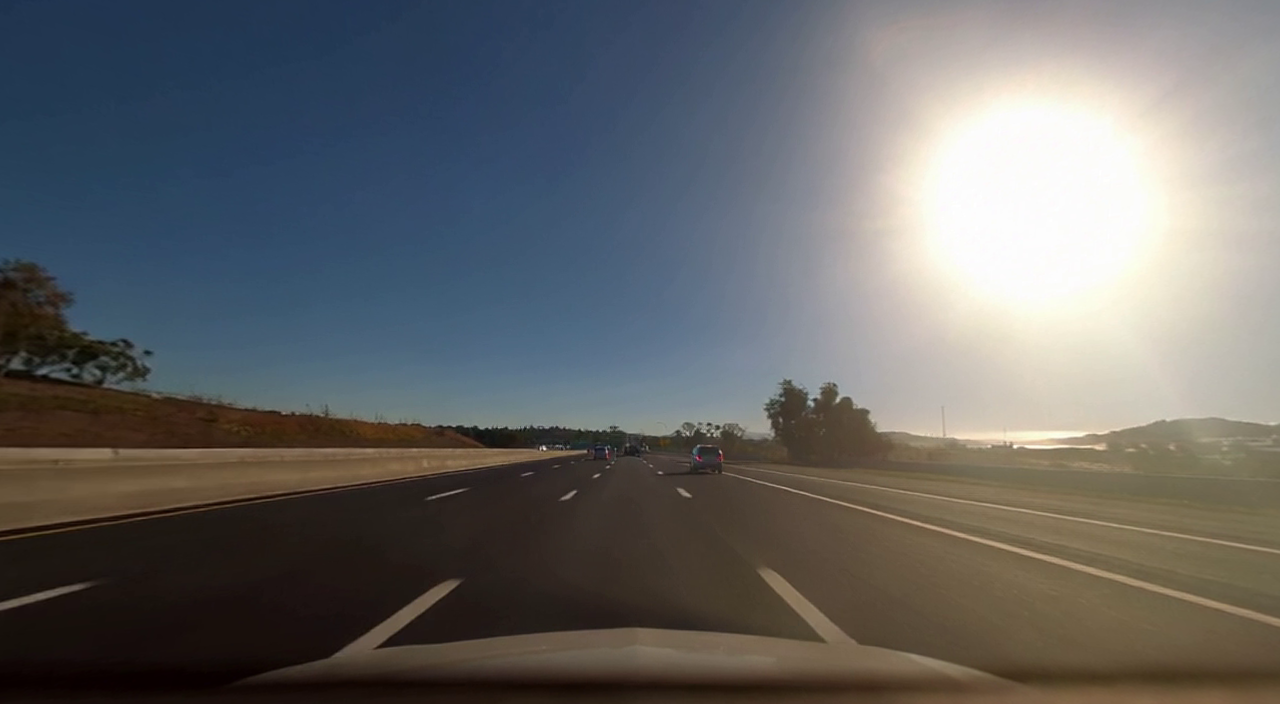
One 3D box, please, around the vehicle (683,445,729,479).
[{"bbox_3d":[3.261,5.565,31.918,1.895,1.555,4.030,0,-9,0],"label":"vehicle"}]
